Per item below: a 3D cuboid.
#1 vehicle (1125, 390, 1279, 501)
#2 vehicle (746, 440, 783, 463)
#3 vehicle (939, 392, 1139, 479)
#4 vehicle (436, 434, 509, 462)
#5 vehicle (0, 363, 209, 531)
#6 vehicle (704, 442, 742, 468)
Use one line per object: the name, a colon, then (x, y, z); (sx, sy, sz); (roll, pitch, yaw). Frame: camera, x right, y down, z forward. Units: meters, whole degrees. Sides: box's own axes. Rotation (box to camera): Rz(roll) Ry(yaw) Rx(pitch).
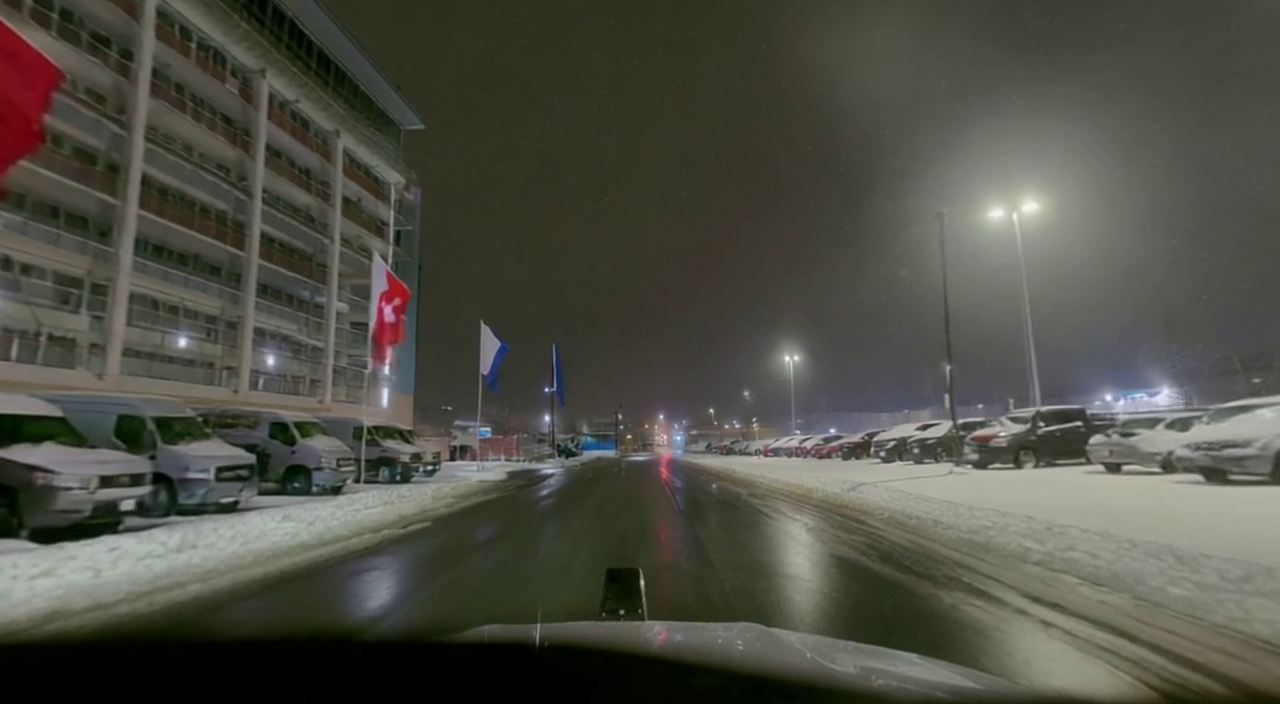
vehicle: (11.955, 1.738, 11.888); (5.427, 1.722, 2.235); (4, -9, -27)
vehicle: (9.852, 7.818, 49.810); (2.021, 1.753, 4.342); (-4, -9, 22)
vehicle: (11.824, 2.468, 18.626); (6.017, 2.202, 2.328); (4, -10, -30)
vehicle: (-12.915, 7.386, 48.537); (5.672, 1.963, 2.189); (-6, -10, 35)
vehicle: (-11.215, 1.695, 11.357); (5.128, 2.664, 2.327); (-1, -8, 1)
vehicle: (5.496, 6.883, 42.436); (2.026, 1.659, 4.314); (-1, -8, 0)
